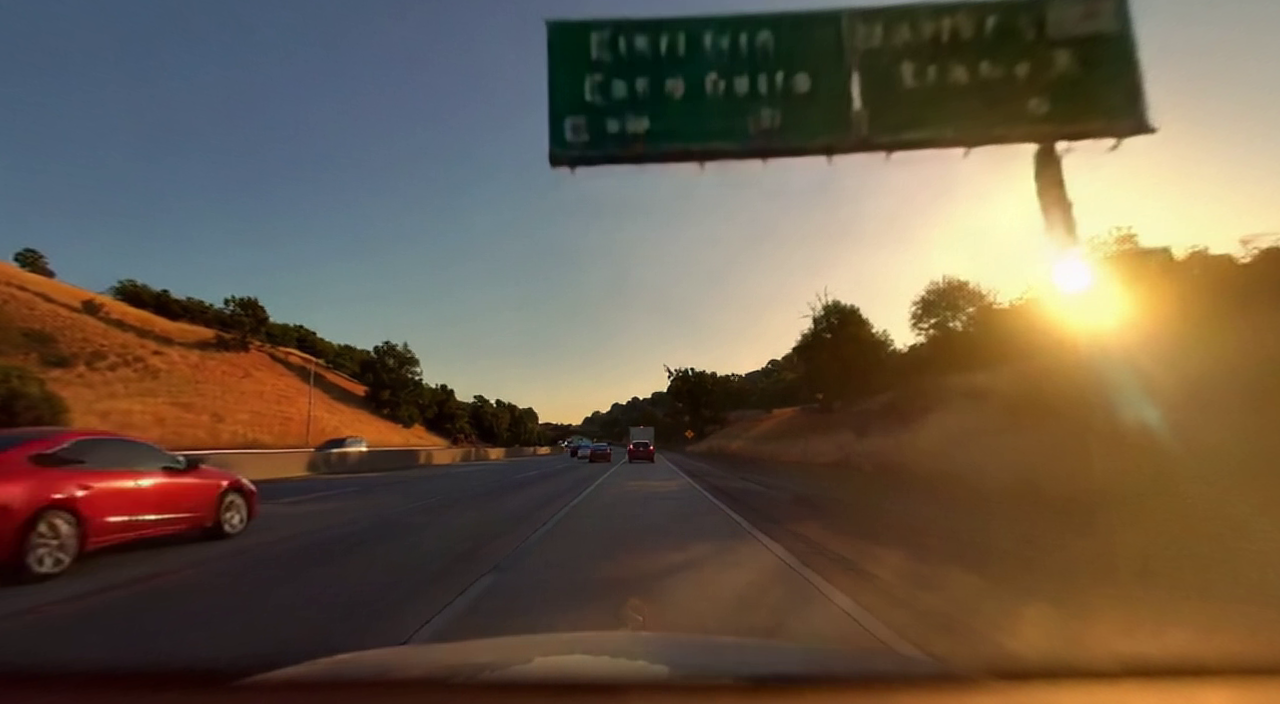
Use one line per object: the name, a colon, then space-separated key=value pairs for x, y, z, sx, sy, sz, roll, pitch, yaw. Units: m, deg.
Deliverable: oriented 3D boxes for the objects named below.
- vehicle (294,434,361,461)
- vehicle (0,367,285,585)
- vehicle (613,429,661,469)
vehicle: x=-20.996 y=6.440 z=42.660 sx=2.125 sy=1.709 sz=4.642 roll=0 pitch=-8 yaw=0
vehicle: x=-6.940 y=1.362 z=7.303 sx=2.323 sy=1.947 sz=5.672 roll=0 pitch=-8 yaw=0
vehicle: x=-0.144 y=5.113 z=33.252 sx=2.309 sy=1.915 sz=5.130 roll=0 pitch=-8 yaw=0
